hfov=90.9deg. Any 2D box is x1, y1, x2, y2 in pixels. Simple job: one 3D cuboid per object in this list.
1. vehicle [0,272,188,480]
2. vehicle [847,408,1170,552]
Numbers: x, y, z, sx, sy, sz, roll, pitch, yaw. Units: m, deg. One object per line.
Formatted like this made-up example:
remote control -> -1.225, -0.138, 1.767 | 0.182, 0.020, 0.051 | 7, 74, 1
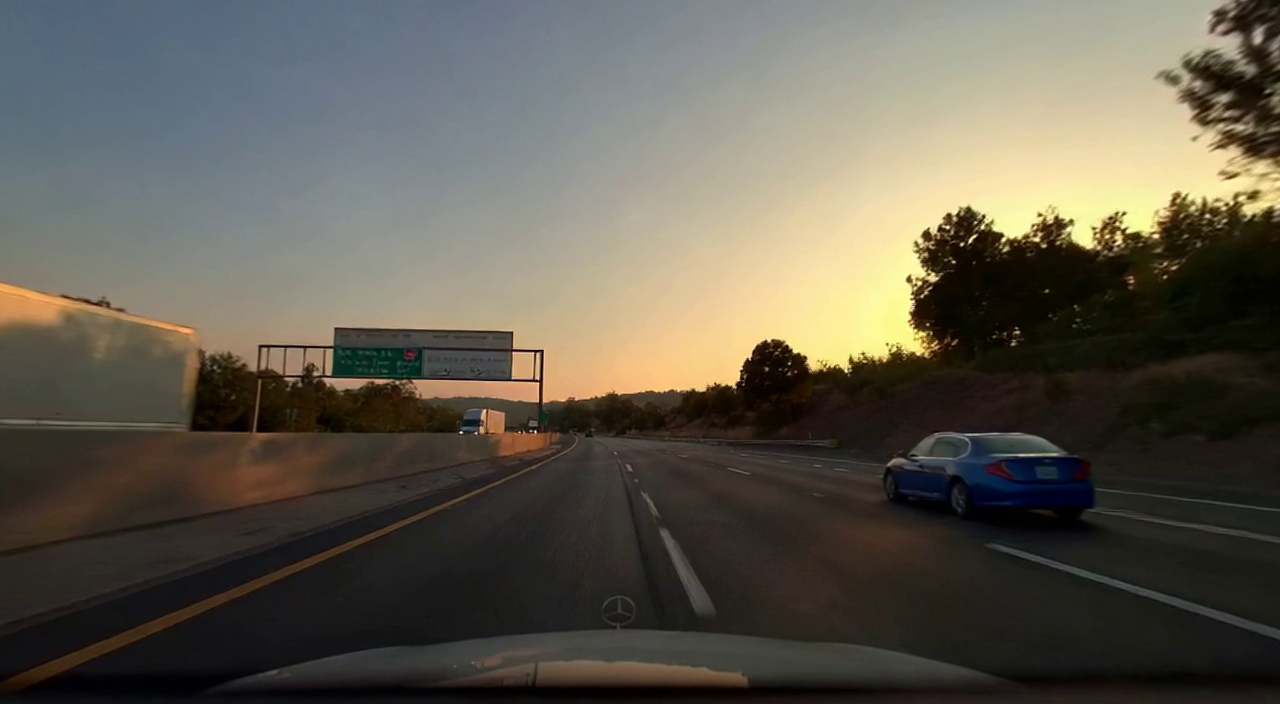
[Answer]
vehicle -> -13.740, 0.167, 9.959 | 2.957, 3.977, 14.659 | 0, -8, -2
vehicle -> 4.878, 1.718, 9.262 | 1.997, 1.589, 4.179 | 0, -8, -4
